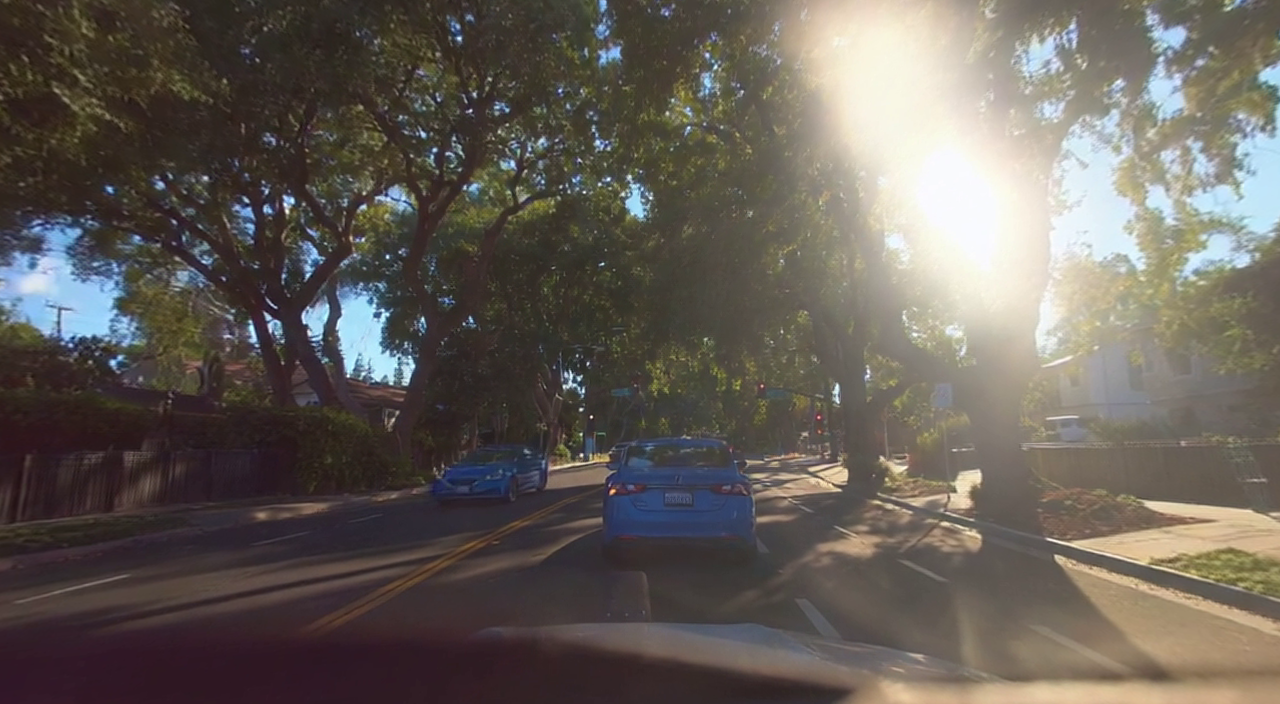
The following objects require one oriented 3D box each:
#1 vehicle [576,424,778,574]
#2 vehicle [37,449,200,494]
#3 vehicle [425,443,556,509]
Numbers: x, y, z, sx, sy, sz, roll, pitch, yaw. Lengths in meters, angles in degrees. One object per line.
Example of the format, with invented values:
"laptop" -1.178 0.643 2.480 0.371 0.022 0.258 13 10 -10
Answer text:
"vehicle" 0.427 1.802 8.528 2.070 1.516 3.936 0 -8 1
"vehicle" -18.131 4.117 22.019 4.069 1.445 2.063 -1 -9 8
"vehicle" -3.734 3.159 16.678 1.956 1.488 4.560 -1 -8 6
